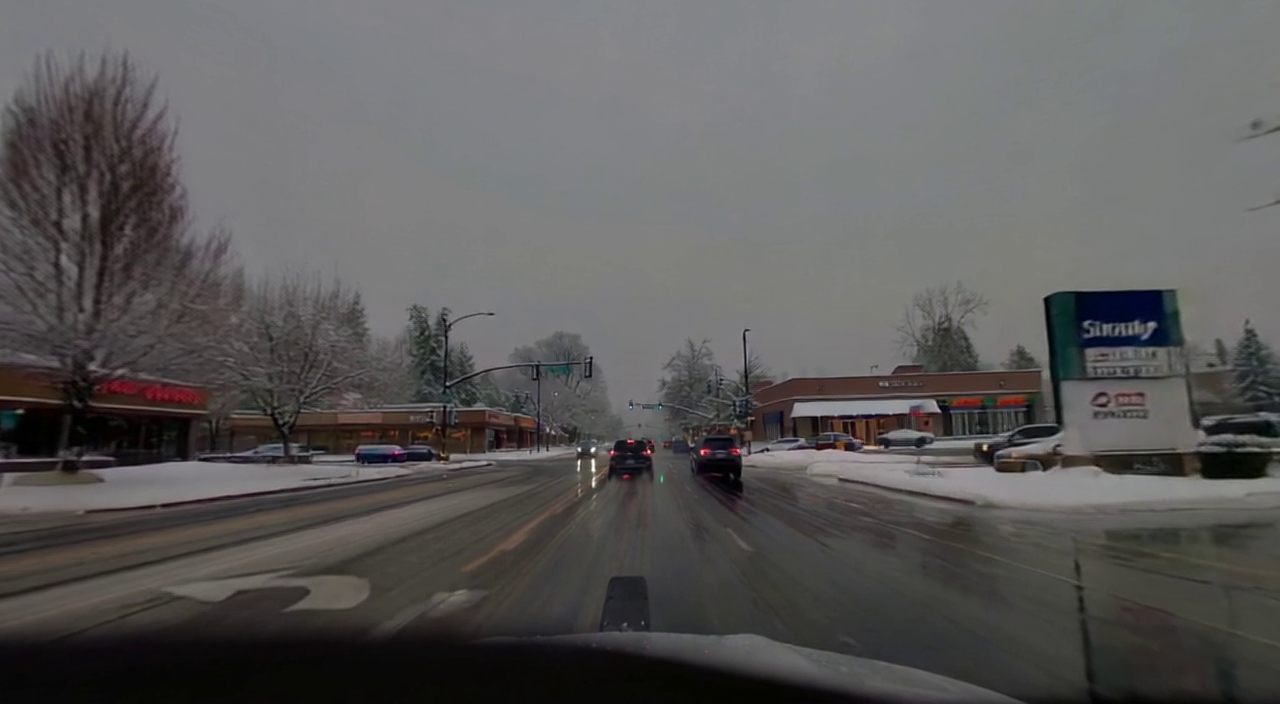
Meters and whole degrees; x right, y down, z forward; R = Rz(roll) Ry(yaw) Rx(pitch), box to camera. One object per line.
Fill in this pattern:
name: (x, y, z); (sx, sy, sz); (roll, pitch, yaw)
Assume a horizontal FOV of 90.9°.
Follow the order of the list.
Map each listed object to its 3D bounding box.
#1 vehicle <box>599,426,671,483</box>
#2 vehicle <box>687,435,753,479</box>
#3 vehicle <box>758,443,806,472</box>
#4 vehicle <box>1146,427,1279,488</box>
vehicle: (-0.188, 4.167, 25.883); (2.638, 2.065, 5.313); (0, -8, 0)
vehicle: (3.453, 4.659, 28.204); (2.276, 1.787, 4.630); (0, -8, -1)
vehicle: (7.437, 5.539, 33.413); (2.002, 1.427, 4.436); (-1, -8, 7)
vehicle: (16.567, 2.868, 17.294); (3.880, 1.538, 1.862); (1, -8, -8)
